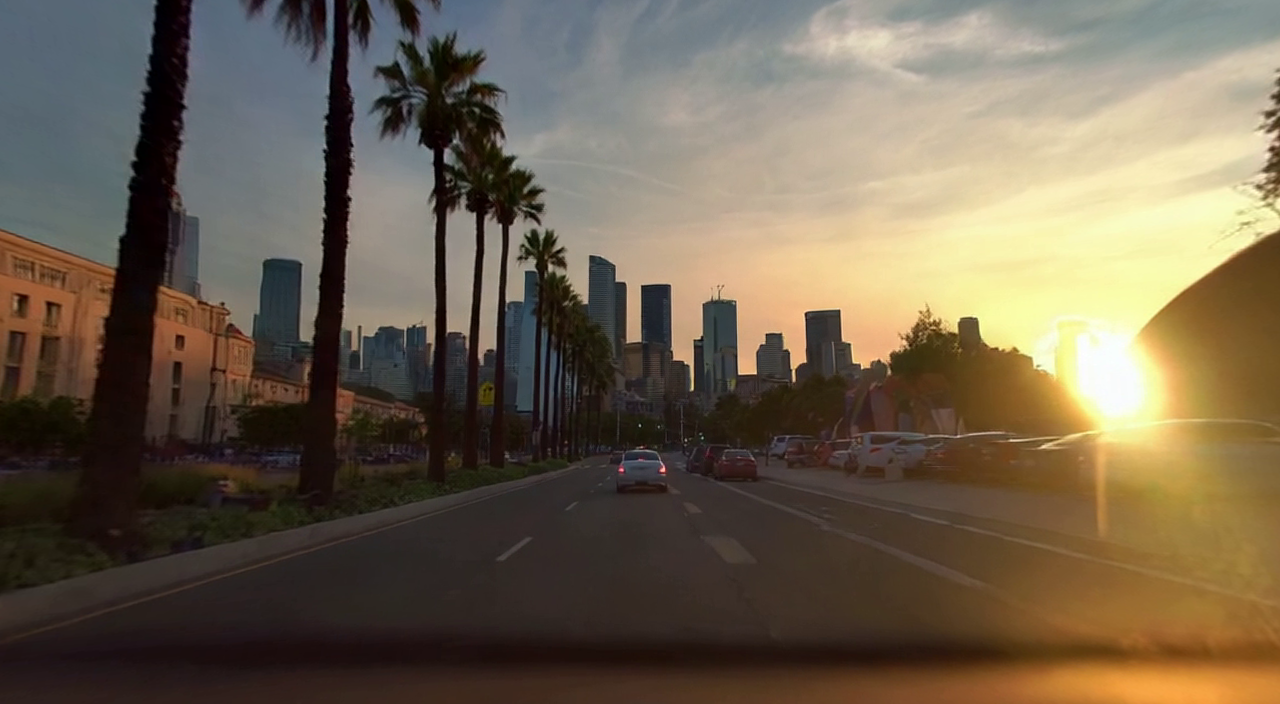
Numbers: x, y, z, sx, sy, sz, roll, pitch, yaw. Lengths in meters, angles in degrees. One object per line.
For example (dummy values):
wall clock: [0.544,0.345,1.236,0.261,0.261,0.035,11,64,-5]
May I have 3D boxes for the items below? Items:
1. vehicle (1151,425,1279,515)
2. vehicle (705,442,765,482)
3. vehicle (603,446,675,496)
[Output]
vehicle: [12.668,2.190,11.946,3.929,1.508,2.326,0,-9,-2]
vehicle: [4.470,5.253,30.408,2.136,1.774,4.778,0,-8,0]
vehicle: [0.008,4.006,21.543,2.235,1.528,3.876,0,-8,1]
